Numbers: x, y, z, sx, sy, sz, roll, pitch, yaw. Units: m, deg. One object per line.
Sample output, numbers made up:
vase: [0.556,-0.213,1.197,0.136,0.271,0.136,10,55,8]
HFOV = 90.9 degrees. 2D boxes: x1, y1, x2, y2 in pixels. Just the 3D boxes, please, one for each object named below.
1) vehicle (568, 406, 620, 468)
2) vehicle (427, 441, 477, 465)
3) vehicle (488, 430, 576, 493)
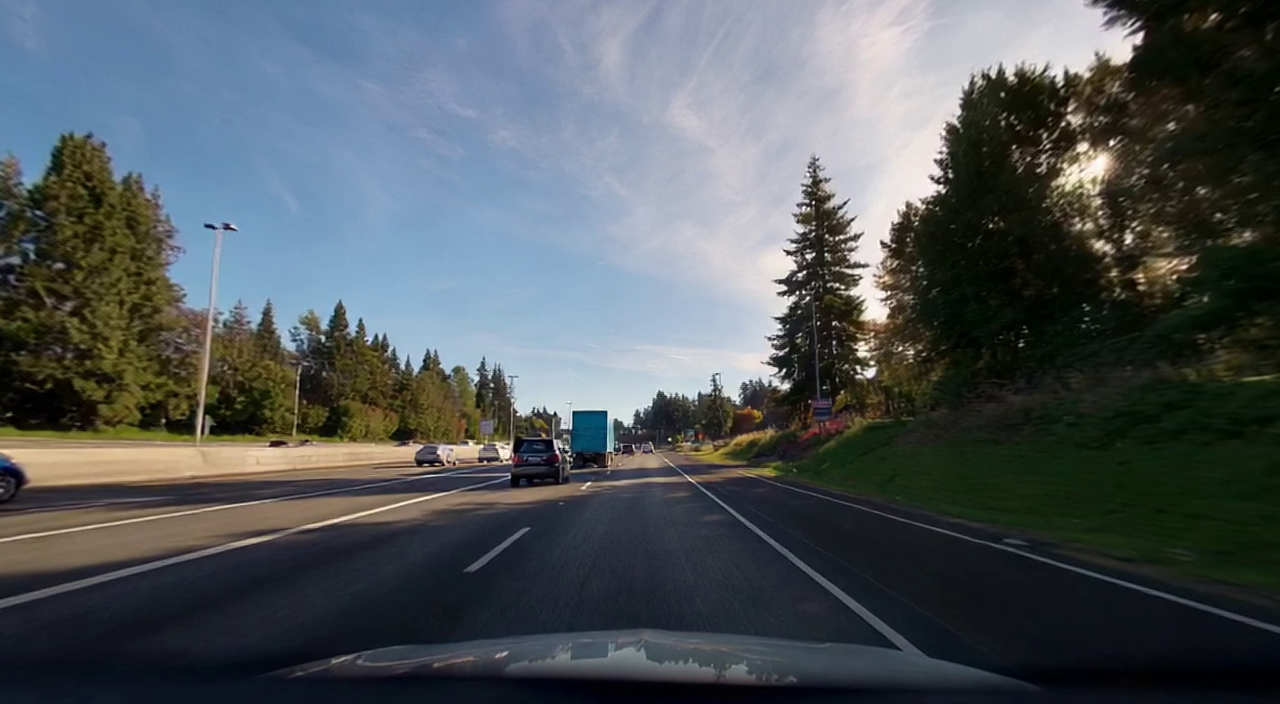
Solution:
vehicle: [-3.288,6.605,48.488,2.905,4.037,12.921,0,-8,1]
vehicle: [-13.625,7.336,45.989,2.017,1.685,4.732,0,-8,1]
vehicle: [-3.415,3.563,20.843,2.058,1.840,4.443,0,-8,1]
